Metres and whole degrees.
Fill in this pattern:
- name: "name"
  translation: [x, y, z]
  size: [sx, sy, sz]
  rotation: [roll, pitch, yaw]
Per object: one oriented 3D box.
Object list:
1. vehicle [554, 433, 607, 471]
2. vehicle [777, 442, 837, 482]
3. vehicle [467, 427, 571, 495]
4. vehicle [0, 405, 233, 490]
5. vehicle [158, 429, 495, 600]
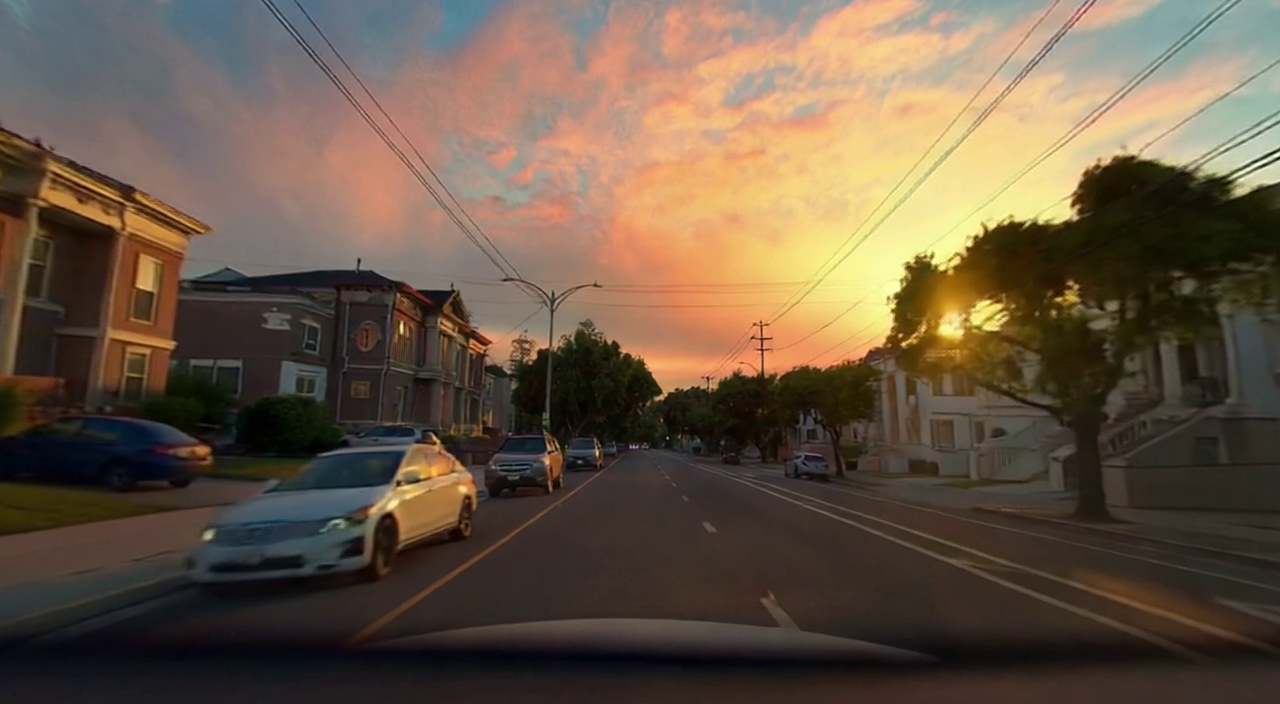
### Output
- name: "vehicle"
  translation: [-3.137, 5.455, 34.656]
  size: [2.290, 1.924, 5.536]
  rotation: [0, -8, 1]
- name: "vehicle"
  translation: [9.792, 6.439, 37.325]
  size: [2.156, 1.882, 4.790]
  rotation: [8, -8, 2]
- name: "vehicle"
  translation: [-3.420, 3.221, 18.964]
  size: [2.127, 1.737, 4.961]
  rotation: [0, -9, 0]
- name: "vehicle"
  translation: [-11.978, 2.113, 14.207]
  size: [4.156, 1.562, 2.011]
  rotation: [3, -8, 0]
- name: "vehicle"
  translation: [-3.459, 1.869, 8.332]
  size: [1.917, 1.516, 4.898]
  rotation: [-2, -8, 1]
